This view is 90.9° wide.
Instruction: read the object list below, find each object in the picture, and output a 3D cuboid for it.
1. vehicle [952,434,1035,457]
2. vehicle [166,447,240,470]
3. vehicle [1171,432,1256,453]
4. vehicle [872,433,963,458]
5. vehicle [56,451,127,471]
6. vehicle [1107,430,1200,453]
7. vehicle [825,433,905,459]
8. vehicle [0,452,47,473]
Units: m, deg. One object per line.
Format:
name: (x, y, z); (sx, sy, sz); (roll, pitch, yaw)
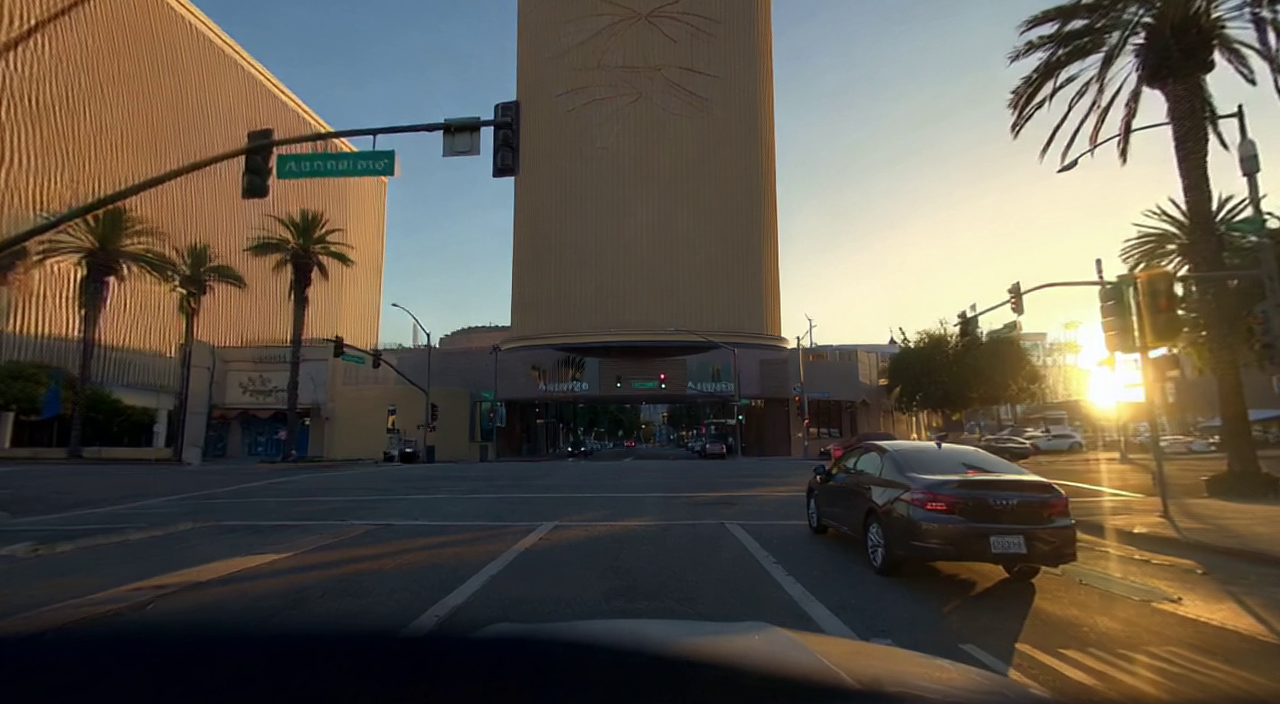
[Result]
vehicle: (23.524, 6.208, 42.008); (4.423, 1.465, 1.798); (0, -8, 0)
vehicle: (-33.239, 8.104, 48.004); (4.136, 1.661, 1.857); (0, -8, 0)
vehicle: (42.100, 6.634, 46.305); (4.437, 1.469, 1.811); (0, -8, 0)
vehicle: (16.903, 5.733, 38.504); (4.684, 1.461, 1.777); (0, -8, -1)
vehicle: (-41.728, 8.305, 48.010); (3.698, 1.467, 1.779); (0, -8, -1)
vehicle: (33.818, 5.933, 41.579); (4.567, 1.458, 1.791); (0, -8, 0)
vehicle: (15.022, 6.282, 42.250); (4.648, 1.665, 1.910); (0, -8, -1)
vehicle: (-48.060, 8.416, 48.135); (3.786, 1.555, 1.702); (0, -8, 2)
